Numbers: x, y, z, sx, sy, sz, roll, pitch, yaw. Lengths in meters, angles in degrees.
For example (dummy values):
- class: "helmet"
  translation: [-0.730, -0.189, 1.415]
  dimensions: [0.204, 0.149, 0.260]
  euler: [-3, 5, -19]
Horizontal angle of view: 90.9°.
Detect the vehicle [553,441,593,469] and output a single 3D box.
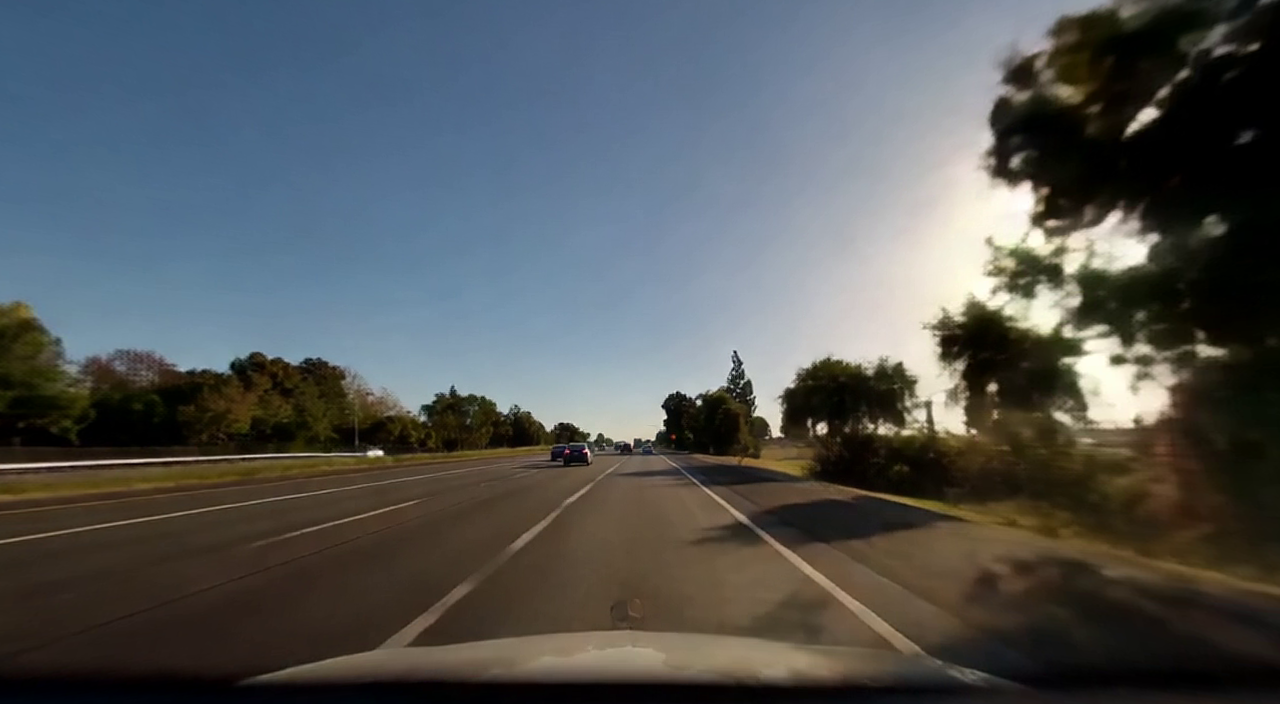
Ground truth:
- class: "vehicle"
  translation: [-3.718, 5.787, 35.674]
  dimensions: [1.786, 1.488, 4.023]
  euler: [0, -8, 1]
